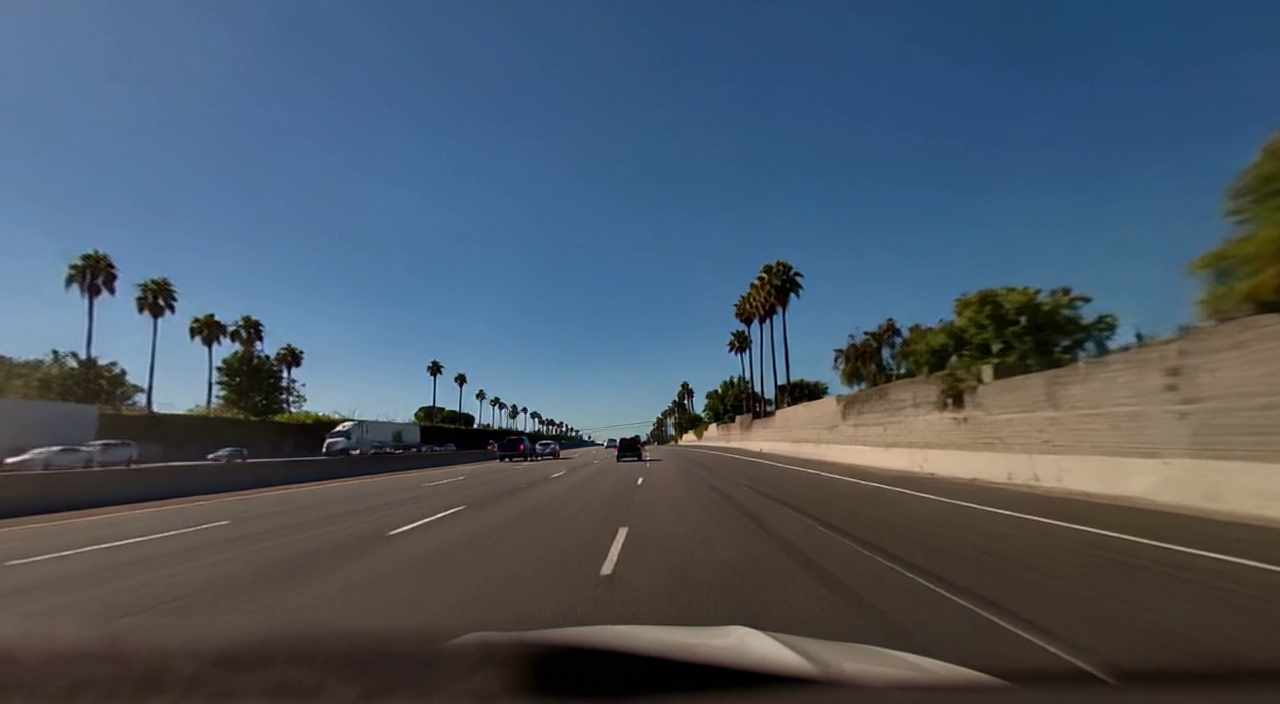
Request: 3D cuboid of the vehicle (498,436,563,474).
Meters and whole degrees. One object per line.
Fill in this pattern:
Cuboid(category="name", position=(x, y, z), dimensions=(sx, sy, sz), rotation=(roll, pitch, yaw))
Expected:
Cuboid(category="vehicle", position=(-5.237, 5.001, 30.812), dimensions=(2.204, 1.677, 4.438), rotation=(-1, -8, 3))

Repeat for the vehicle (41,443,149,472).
Cuboid(category="vehicle", position=(-30.936, 5.969, 36.081), dimensions=(1.853, 1.506, 4.596), rotation=(-1, -8, 4))

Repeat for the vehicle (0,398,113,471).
Cuboid(category="vehicle", position=(-35.028, 4.650, 35.286), dimensions=(2.812, 3.781, 9.113), rotation=(-1, -8, 3))

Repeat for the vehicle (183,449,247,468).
Cuboid(category="vehicle", position=(-33.488, 8.394, 49.907), dimensions=(1.835, 1.425, 4.331), rotation=(-1, -9, 3))

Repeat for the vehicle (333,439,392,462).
Cuboid(category="vehicle", position=(-18.259, 6.494, 41.708), dimensions=(1.858, 1.476, 4.084), rotation=(-1, -9, 3))

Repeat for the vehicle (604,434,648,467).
Cuboid(category="vehicle", position=(-0.694, 5.334, 34.295), dimensions=(2.201, 1.672, 4.128), rotation=(0, -8, 2))
